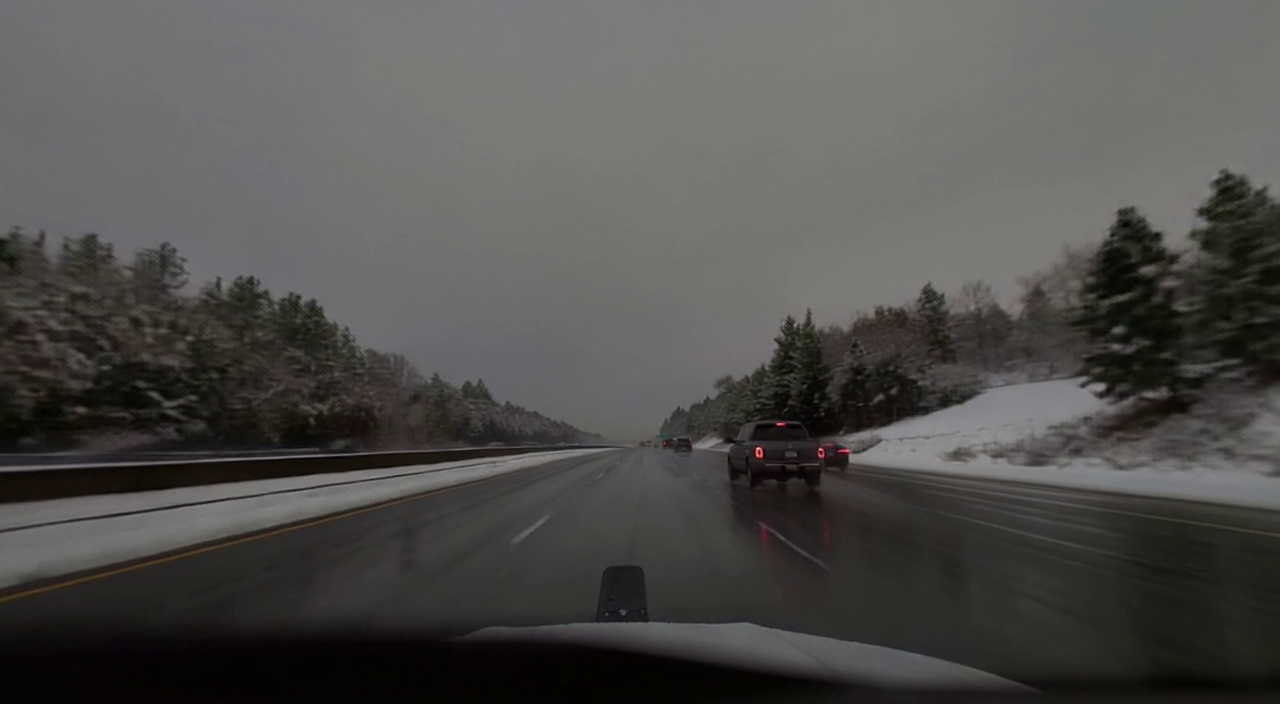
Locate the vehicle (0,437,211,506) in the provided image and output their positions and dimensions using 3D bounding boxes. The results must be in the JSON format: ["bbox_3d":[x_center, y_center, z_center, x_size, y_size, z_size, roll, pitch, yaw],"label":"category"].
[{"bbox_3d":[-13.768,2.970,16.274,1.930,1.493,4.830,0,-8,1],"label":"vehicle"}]

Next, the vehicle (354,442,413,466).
[{"bbox_3d":[-17.386,6.901,42.992,1.944,1.506,4.693,0,-8,1],"label":"vehicle"}]

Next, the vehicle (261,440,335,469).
[{"bbox_3d":[-21.174,6.344,39.309,1.977,1.654,4.622,0,-8,1],"label":"vehicle"}]

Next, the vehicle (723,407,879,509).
[{"bbox_3d":[3.499,2.463,15.102,2.218,1.964,5.662,0,-8,0],"label":"vehicle"}]
